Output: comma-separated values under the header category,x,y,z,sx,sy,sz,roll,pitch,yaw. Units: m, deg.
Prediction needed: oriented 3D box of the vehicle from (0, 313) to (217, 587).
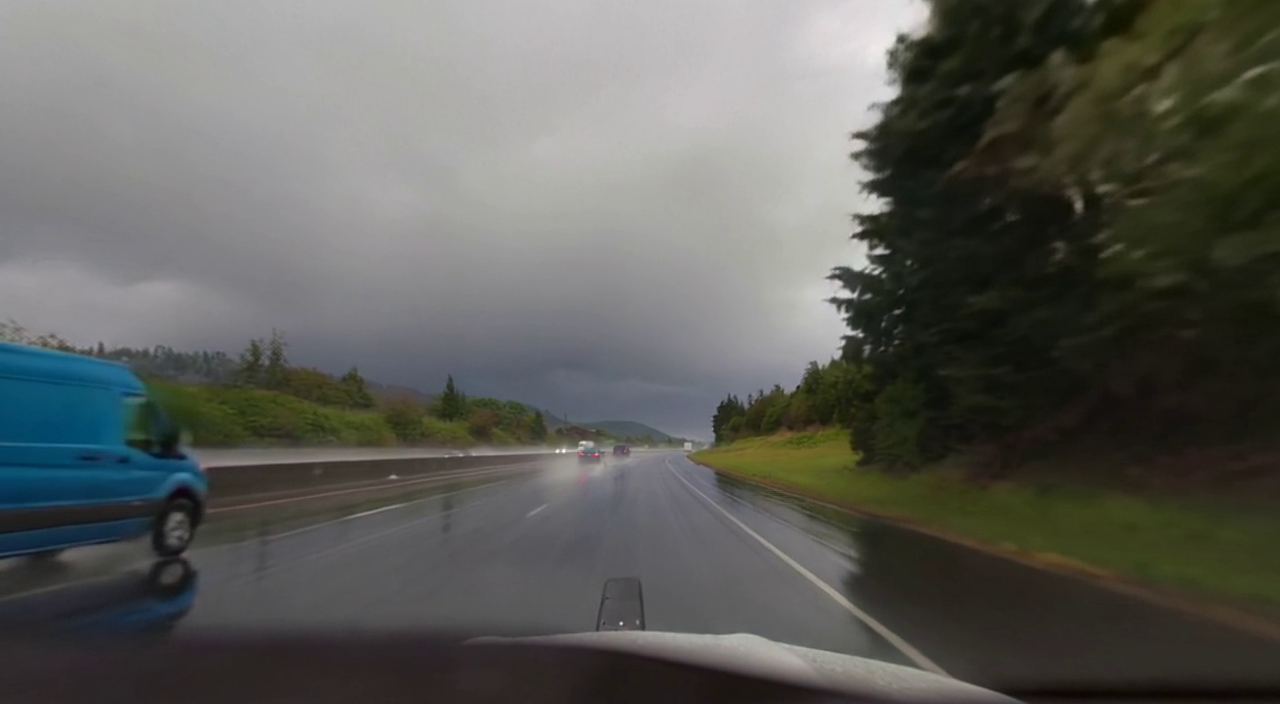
category,x,y,z,sx,sy,sz,roll,pitch,yaw
vehicle,-7.061,0.855,5.490,2.449,2.471,6.130,0,-9,0

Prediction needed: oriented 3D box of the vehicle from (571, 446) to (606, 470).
category,x,y,z,sx,sy,sz,roll,pitch,yaw
vehicle,-3.284,6.901,41.044,1.858,1.459,4.091,0,-9,1
